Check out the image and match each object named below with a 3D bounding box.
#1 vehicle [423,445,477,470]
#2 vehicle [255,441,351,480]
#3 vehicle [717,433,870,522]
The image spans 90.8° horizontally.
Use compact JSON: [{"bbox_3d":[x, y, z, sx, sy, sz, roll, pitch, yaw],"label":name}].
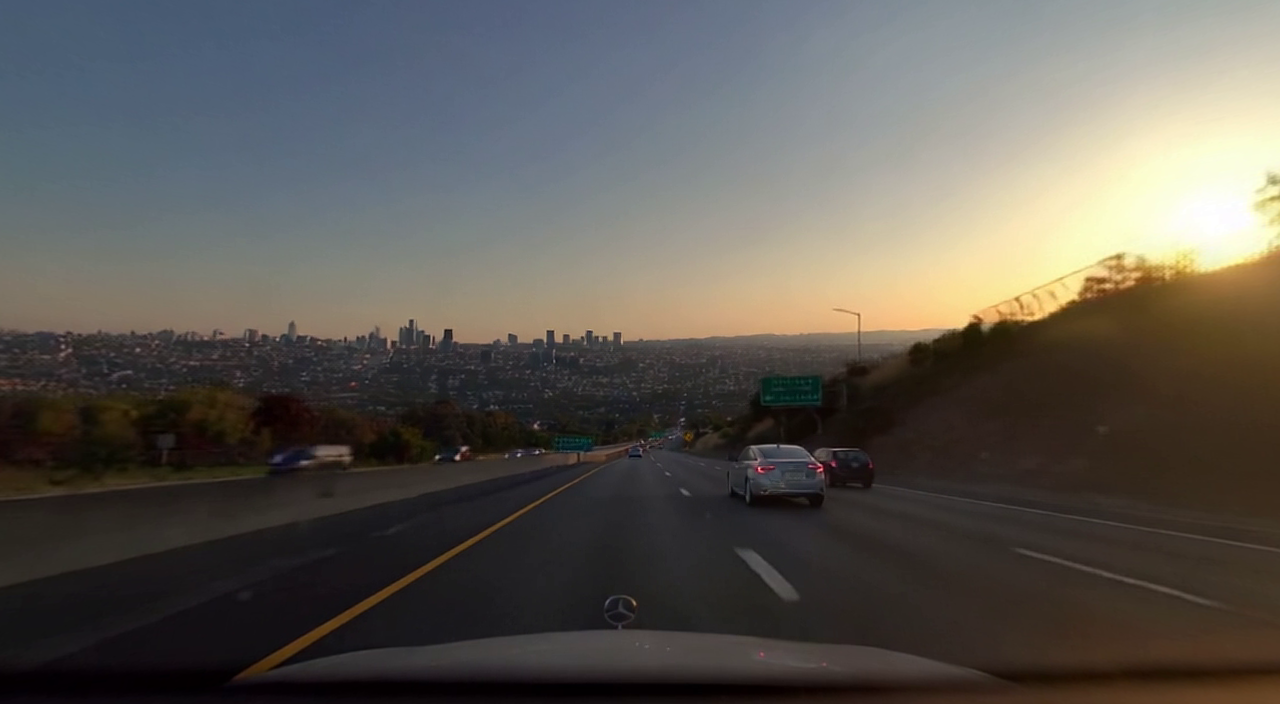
[{"bbox_3d":[-13.267,7.374,44.433,2.161,1.666,4.887,0,-8,2],"label":"vehicle"},{"bbox_3d":[-17.641,5.691,33.388,2.199,1.881,4.950,0,-8,2],"label":"vehicle"},{"bbox_3d":[2.969,2.529,13.351,1.982,1.533,4.612,0,-8,-1],"label":"vehicle"}]
